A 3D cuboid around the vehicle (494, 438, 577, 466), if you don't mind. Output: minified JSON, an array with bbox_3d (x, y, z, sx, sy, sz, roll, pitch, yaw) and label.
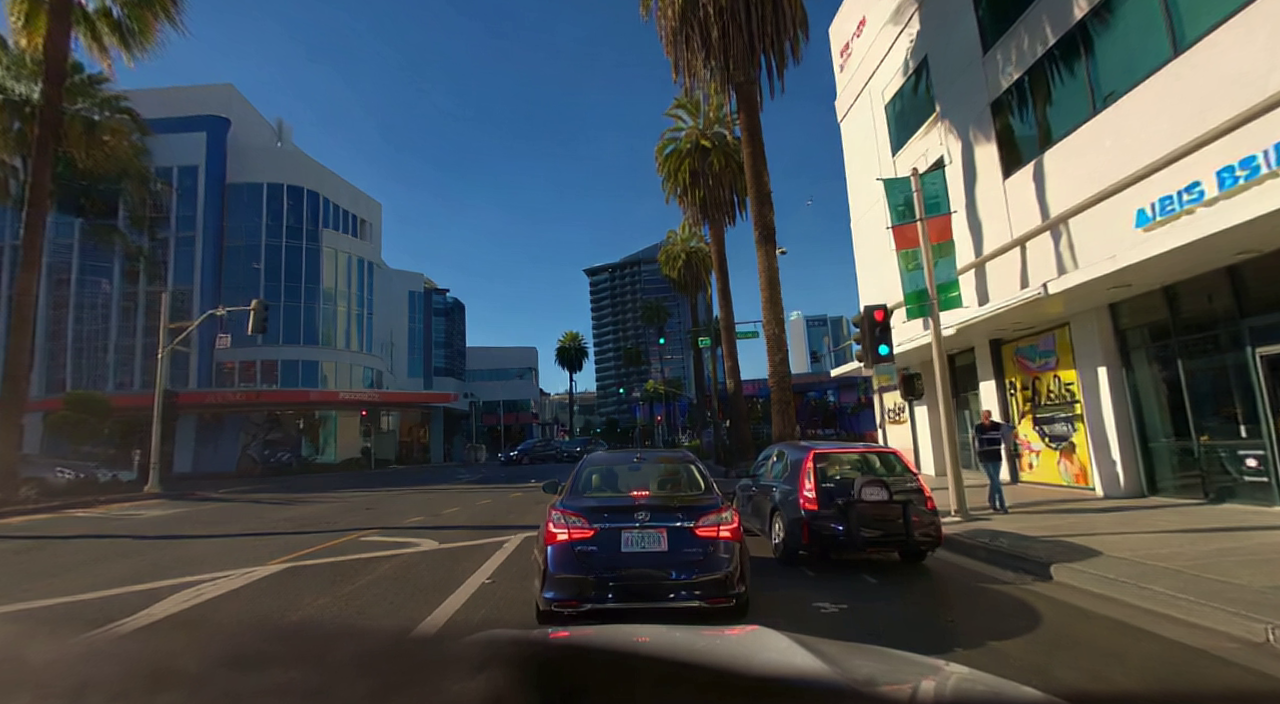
[{"bbox_3d":[-5.949,5.773,36.540,1.896,1.492,4.808,-6,-10,34],"label":"vehicle"}]

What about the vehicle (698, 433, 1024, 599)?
[{"bbox_3d":[2.253,1.822,8.140,2.090,1.466,4.676,1,-8,-6],"label":"vehicle"}]

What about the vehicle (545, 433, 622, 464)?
[{"bbox_3d":[-2.870,5.059,33.309,2.052,1.478,4.395,-4,-9,26],"label":"vehicle"}]
